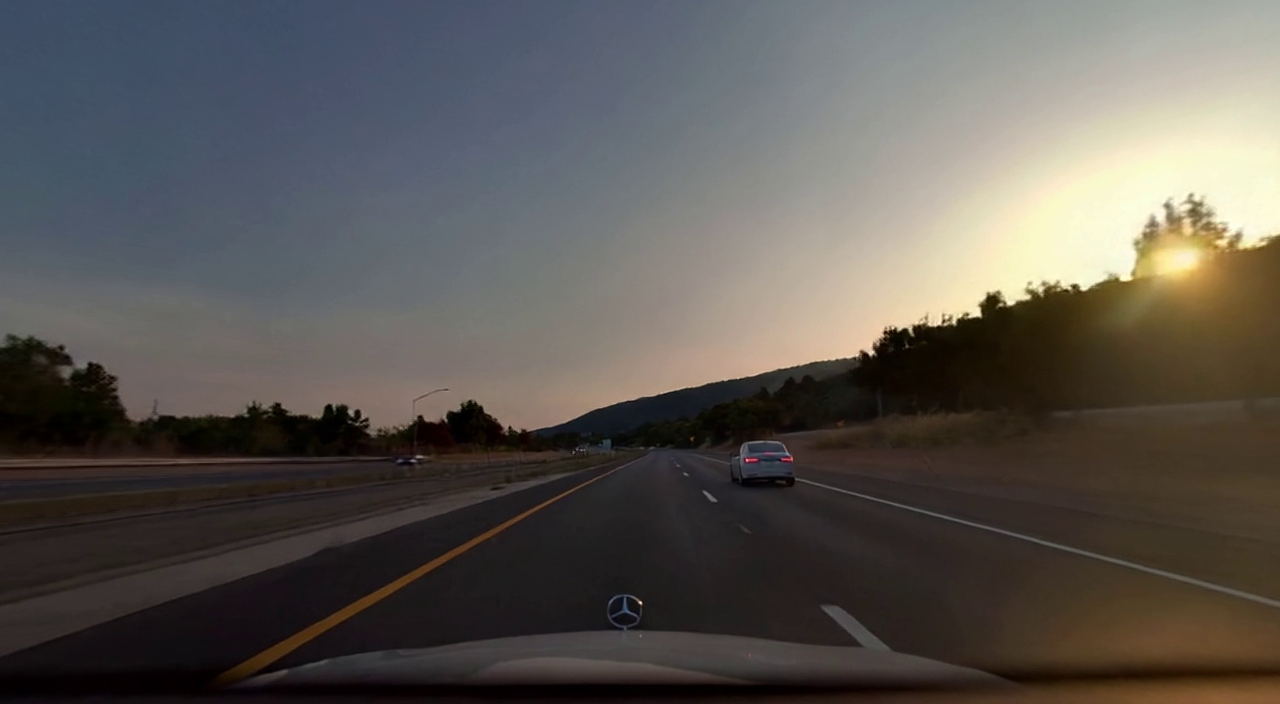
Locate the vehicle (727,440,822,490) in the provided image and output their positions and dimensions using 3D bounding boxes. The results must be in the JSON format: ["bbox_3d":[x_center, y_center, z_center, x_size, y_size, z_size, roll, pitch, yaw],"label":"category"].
[{"bbox_3d":[4.176,3.592,20.305,2.124,1.405,4.398,0,-8,1],"label":"vehicle"}]
